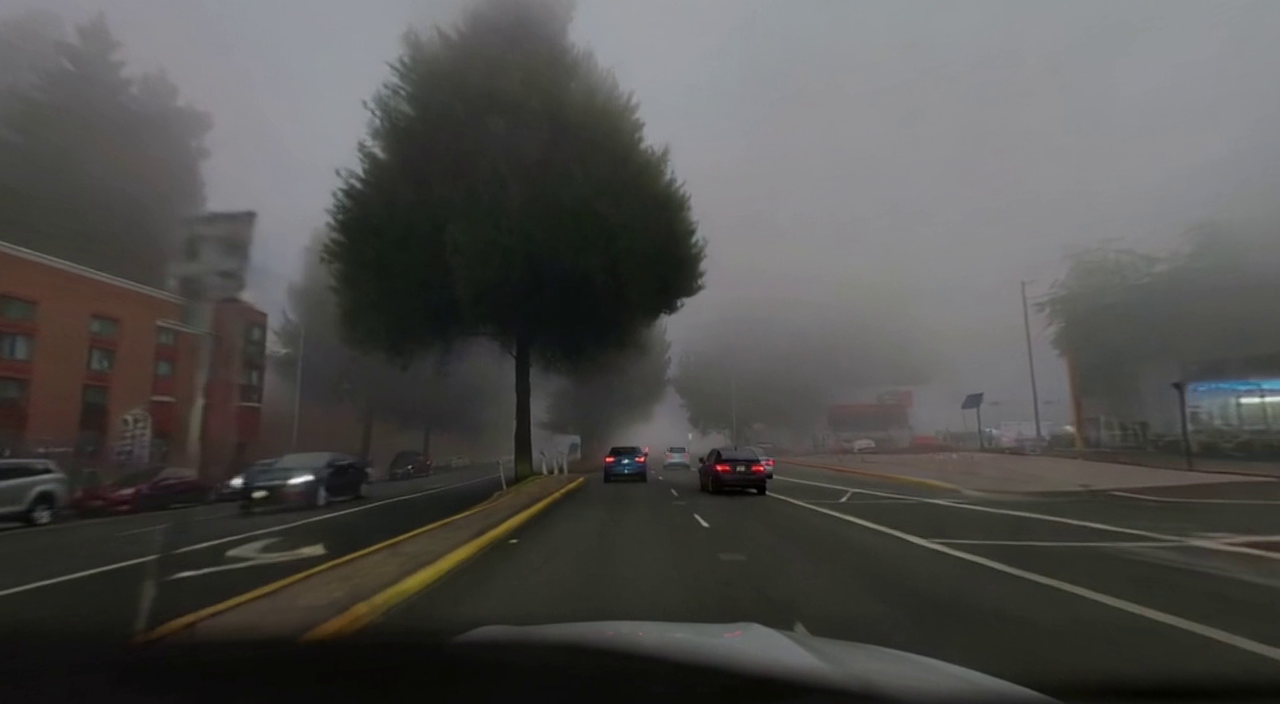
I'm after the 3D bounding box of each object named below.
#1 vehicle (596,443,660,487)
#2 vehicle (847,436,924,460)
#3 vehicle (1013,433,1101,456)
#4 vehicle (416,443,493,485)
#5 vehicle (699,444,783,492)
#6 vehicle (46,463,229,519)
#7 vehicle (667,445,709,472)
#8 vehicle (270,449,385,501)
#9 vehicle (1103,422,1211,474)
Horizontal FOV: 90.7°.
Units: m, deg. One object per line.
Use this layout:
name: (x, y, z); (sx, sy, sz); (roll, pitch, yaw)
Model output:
vehicle: (-0.463, 4.301, 24.462); (2.232, 1.508, 4.319); (0, -9, -1)
vehicle: (18.944, 7.436, 49.046); (4.948, 1.733, 2.296); (0, -9, -2)
vehicle: (27.774, 6.191, 42.220); (4.478, 1.450, 1.968); (0, -8, -4)
vehicle: (-8.443, 5.127, 29.238); (2.273, 1.748, 4.379); (0, -9, -1)
vehicle: (3.314, 3.902, 21.660); (2.060, 1.471, 4.168); (0, -9, -2)
vehicle: (-15.566, 4.295, 20.027); (1.871, 1.452, 4.579); (-1, -9, 3)
vehicle: (2.804, 6.296, 37.602); (2.098, 1.527, 3.966); (0, -9, -1)
vehicle: (-11.175, 4.397, 23.039); (1.997, 1.677, 4.327); (0, -9, -1)
vehicle: (18.568, 3.483, 22.995); (1.937, 1.691, 4.746); (-5, -10, 26)
